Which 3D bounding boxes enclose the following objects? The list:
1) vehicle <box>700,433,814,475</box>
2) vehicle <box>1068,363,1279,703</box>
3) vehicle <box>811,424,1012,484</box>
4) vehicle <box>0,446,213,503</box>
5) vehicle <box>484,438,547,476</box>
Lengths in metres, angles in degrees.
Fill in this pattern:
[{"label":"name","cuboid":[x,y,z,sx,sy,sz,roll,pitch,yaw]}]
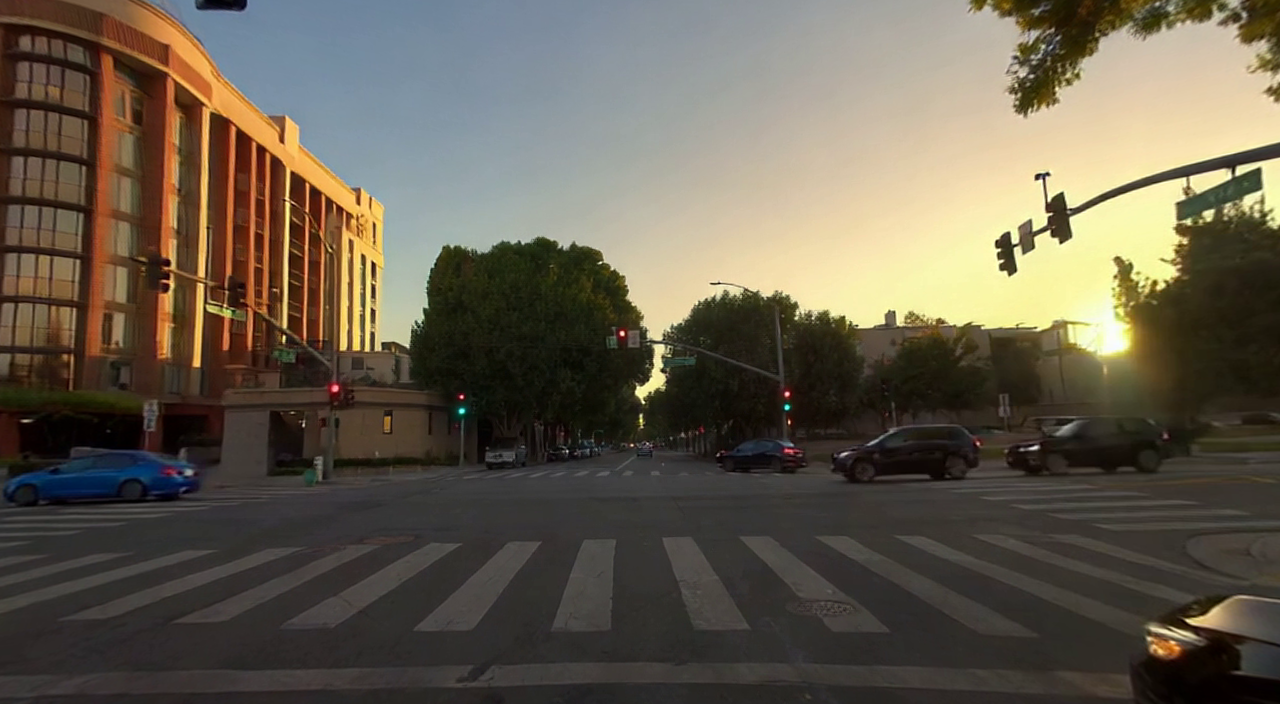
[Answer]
[{"label":"vehicle","cuboid":[4.928,4.338,27.028,2.053,1.625,4.551,6,-11,-38]},{"label":"vehicle","cuboid":[2.884,0.673,0.833,1.947,1.576,3.825,0,-8,1]},{"label":"vehicle","cuboid":[7.083,2.708,16.759,4.464,1.472,1.867,0,-8,0]},{"label":"vehicle","cuboid":[-14.817,3.330,17.332,4.613,1.443,1.883,0,-8,-1]},{"label":"vehicle","cuboid":[-5.941,5.065,30.542,2.115,1.690,4.322,0,-8,1]}]
